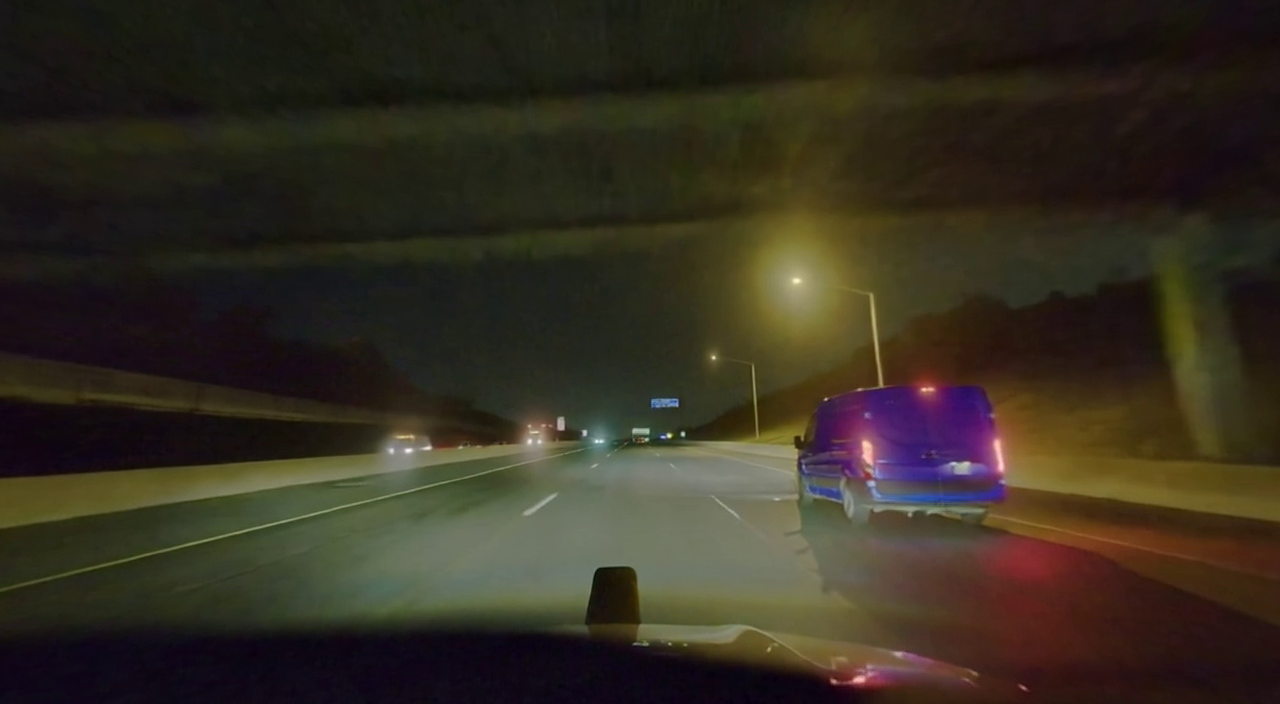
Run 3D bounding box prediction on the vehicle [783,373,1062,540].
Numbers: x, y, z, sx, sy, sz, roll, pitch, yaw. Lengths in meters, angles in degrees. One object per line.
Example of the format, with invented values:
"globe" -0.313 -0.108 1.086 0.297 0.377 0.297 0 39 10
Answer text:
"vehicle" 3.960 1.581 10.009 2.161 2.002 4.631 0 -8 -1
